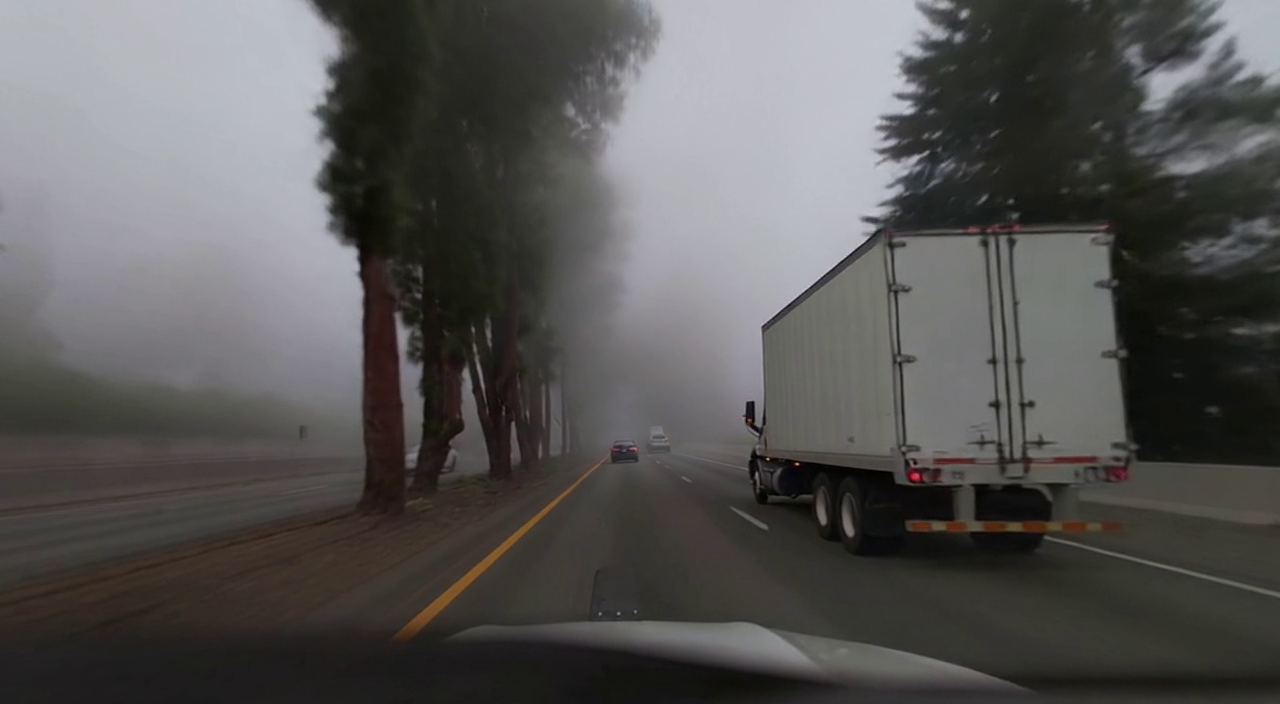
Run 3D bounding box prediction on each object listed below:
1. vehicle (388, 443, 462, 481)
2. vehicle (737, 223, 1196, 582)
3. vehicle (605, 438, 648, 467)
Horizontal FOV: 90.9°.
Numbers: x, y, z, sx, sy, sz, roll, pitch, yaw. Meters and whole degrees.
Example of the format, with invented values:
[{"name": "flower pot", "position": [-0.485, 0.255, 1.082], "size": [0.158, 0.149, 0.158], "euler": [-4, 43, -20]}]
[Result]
[{"name": "vehicle", "position": [-9.191, 4.701, 27.294], "size": [1.882, 1.446, 3.944], "euler": [0, -8, -1]}, {"name": "vehicle", "position": [3.782, 0.971, 10.306], "size": [2.921, 3.526, 8.207], "euler": [0, -8, -1]}, {"name": "vehicle", "position": [-0.753, 5.557, 35.025], "size": [2.259, 1.466, 3.693], "euler": [0, -8, -1]}]
